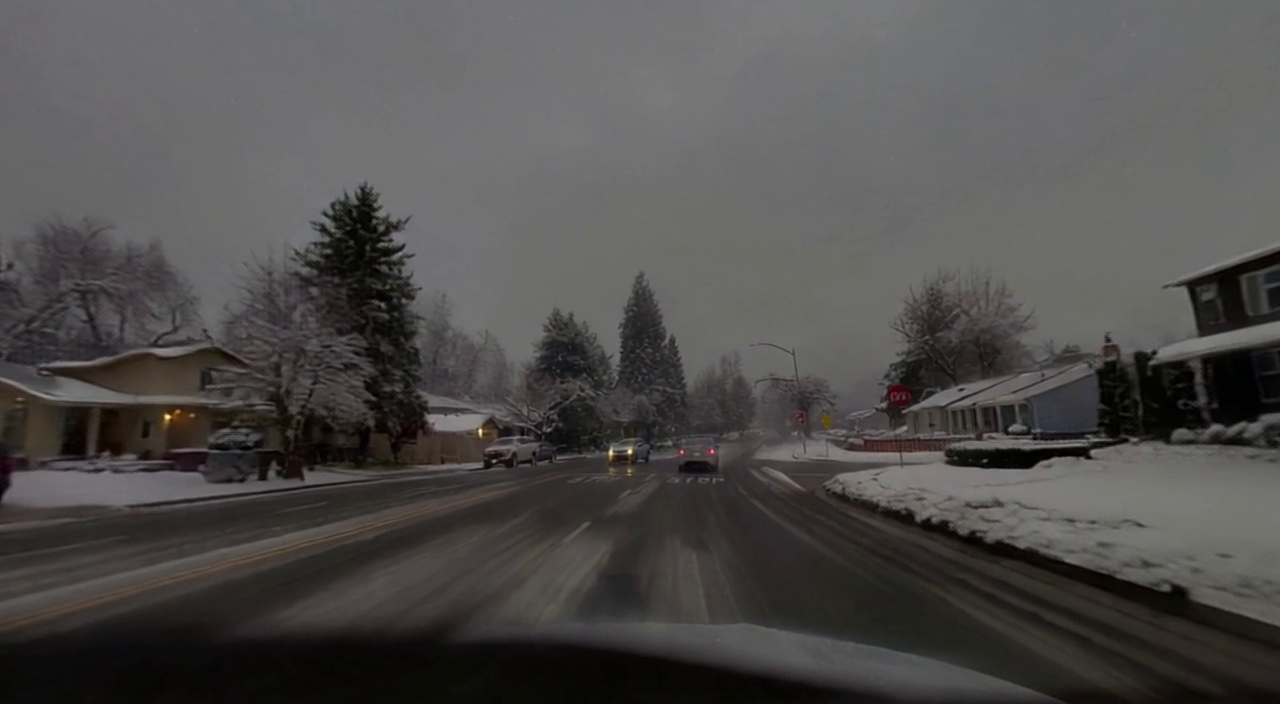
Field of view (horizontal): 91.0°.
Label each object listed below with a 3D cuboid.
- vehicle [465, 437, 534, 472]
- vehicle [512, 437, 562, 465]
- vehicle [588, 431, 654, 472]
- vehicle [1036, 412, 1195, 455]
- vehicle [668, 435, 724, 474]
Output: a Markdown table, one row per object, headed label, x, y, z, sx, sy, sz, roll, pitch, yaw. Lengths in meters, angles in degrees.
| label | x | y | z | sx | sy | sz | roll | pitch | yaw |
| --- | --- | --- | --- | --- | --- | --- | --- | --- | --- |
| vehicle | -9.081 | 6.672 | 41.351 | 2.191 | 1.980 | 5.888 | -5 | -9 | 11 |
| vehicle | -7.615 | 7.409 | 47.035 | 2.076 | 1.864 | 4.730 | -4 | -9 | 11 |
| vehicle | -0.745 | 4.485 | 28.452 | 2.178 | 1.695 | 4.339 | -2 | -9 | 10 |
| vehicle | 20.598 | 3.614 | 27.527 | 4.989 | 1.564 | 2.007 | -4 | -13 | 15 |
| vehicle | 2.381 | 4.191 | 25.873 | 1.955 | 1.459 | 4.383 | -1 | -9 | 9 |
